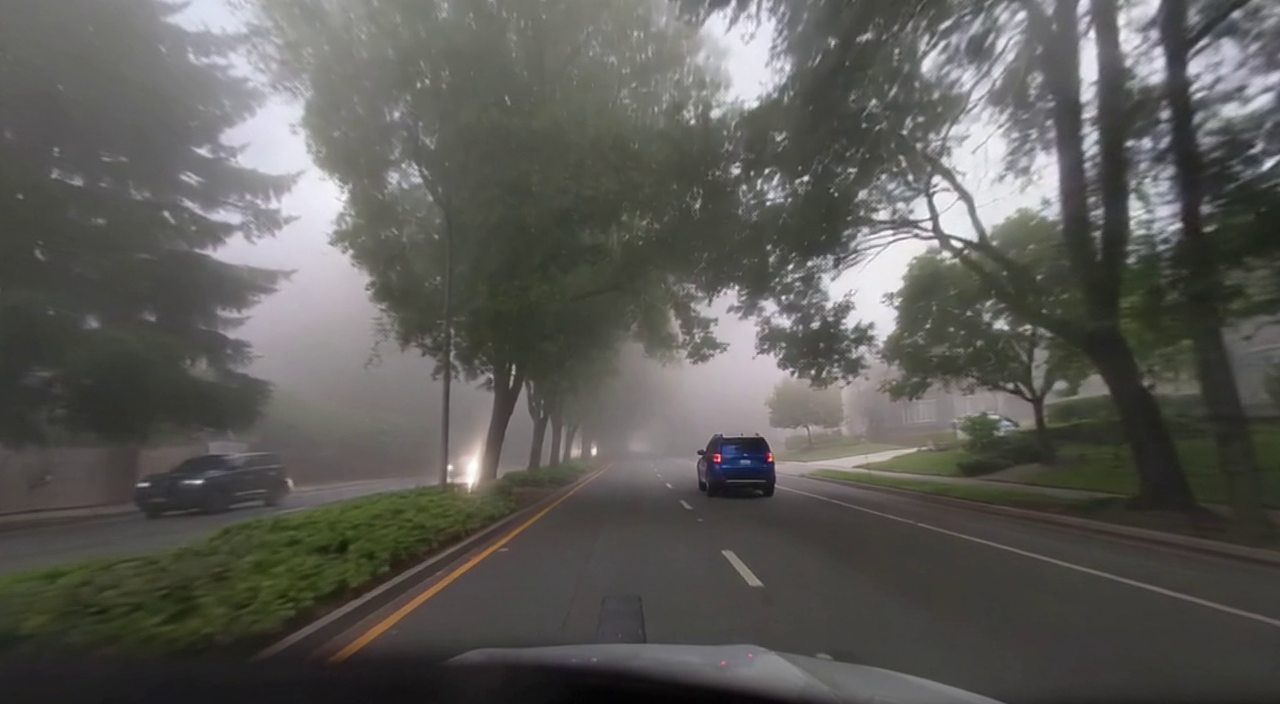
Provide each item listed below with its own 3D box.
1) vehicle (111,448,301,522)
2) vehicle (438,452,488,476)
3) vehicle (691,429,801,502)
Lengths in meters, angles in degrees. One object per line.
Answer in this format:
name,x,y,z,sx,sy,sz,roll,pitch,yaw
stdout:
vehicle,-11.545,3.504,17.295,2.003,1.733,4.392,0,-9,1
vehicle,-11.704,7.441,42.163,1.968,1.476,4.631,0,-9,1
vehicle,2.709,3.036,17.298,2.164,1.725,4.285,0,-9,-1
